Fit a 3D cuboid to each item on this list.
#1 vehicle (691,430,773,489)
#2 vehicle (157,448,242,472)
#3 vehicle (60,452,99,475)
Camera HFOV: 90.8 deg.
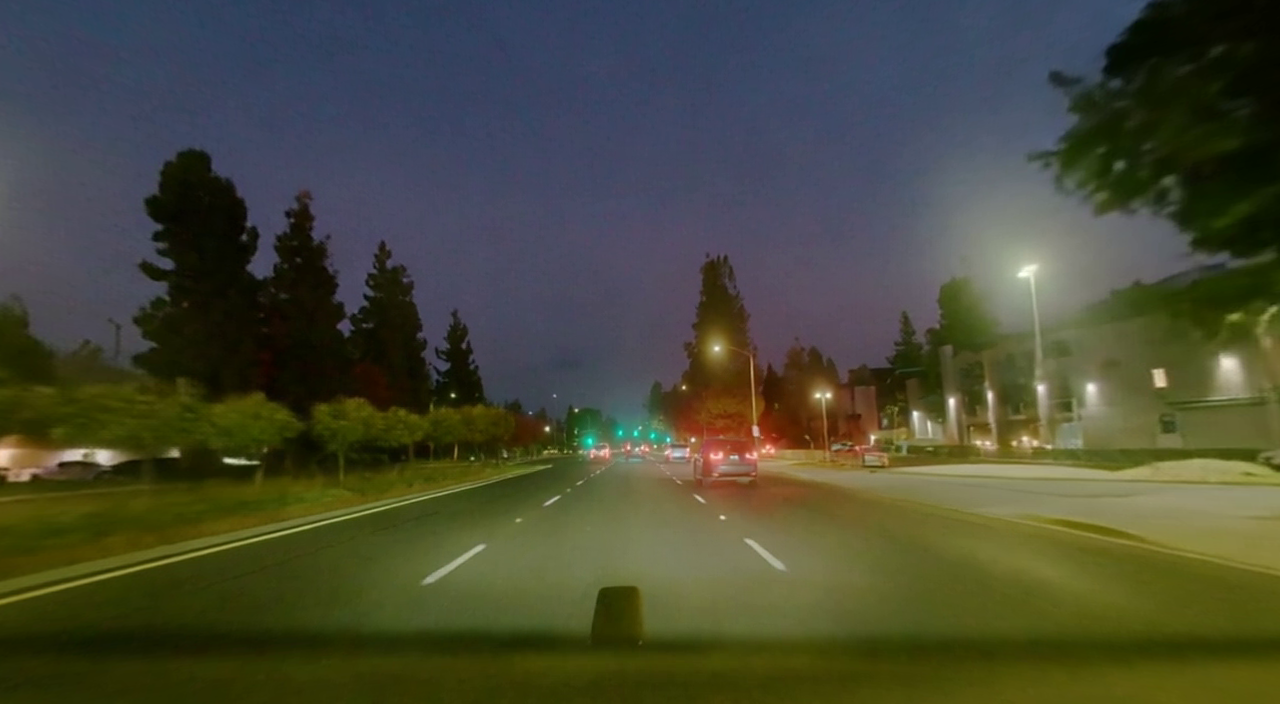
[{"bbox_3d":[3.039,3.684,21.931,2.060,1.816,4.343,0,-8,-2],"label":"vehicle"},{"bbox_3d":[-33.516,8.244,48.170,4.932,1.730,1.939,0,-8,-3],"label":"vehicle"},{"bbox_3d":[-41.850,8.270,47.226,1.971,1.581,4.186,7,-11,-40],"label":"vehicle"}]
